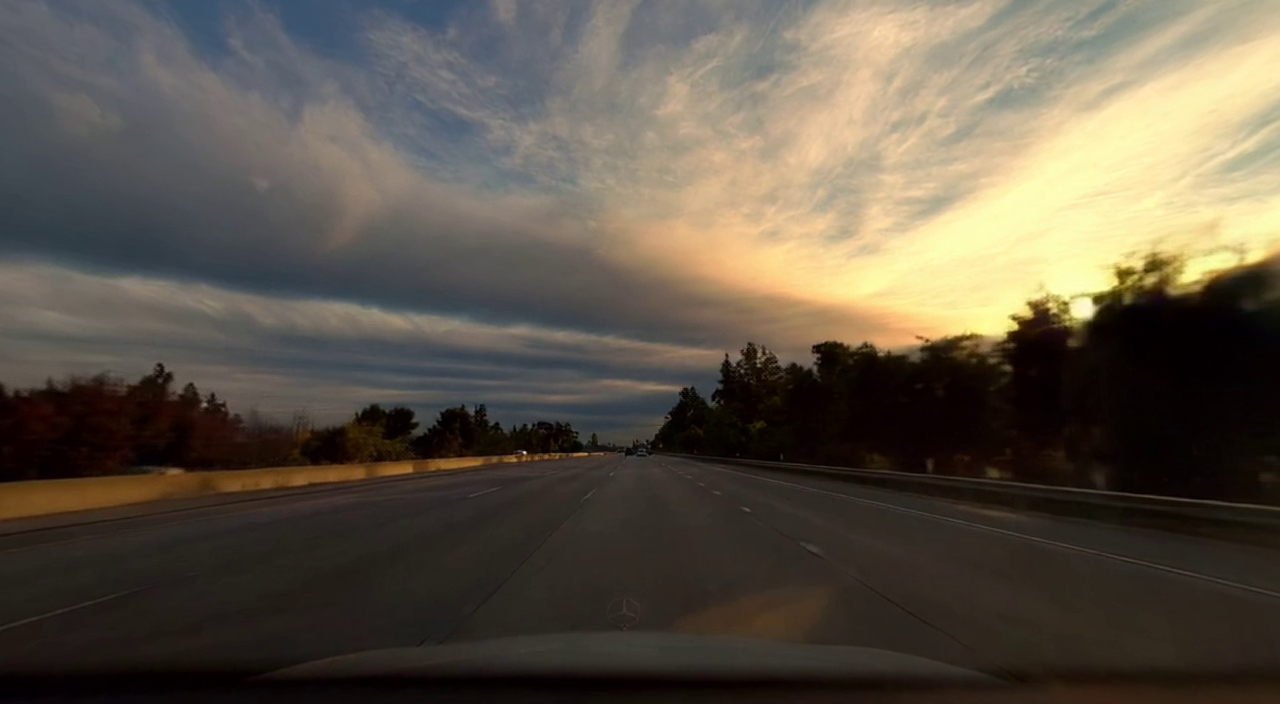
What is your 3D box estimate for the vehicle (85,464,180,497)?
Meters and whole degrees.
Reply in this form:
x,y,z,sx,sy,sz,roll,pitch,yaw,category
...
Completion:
x,y,z,sx,sy,sz,roll,pitch,yaw,category
-24.219,6.119,30.269,1.570,1.374,3.496,0,-9,0,vehicle
